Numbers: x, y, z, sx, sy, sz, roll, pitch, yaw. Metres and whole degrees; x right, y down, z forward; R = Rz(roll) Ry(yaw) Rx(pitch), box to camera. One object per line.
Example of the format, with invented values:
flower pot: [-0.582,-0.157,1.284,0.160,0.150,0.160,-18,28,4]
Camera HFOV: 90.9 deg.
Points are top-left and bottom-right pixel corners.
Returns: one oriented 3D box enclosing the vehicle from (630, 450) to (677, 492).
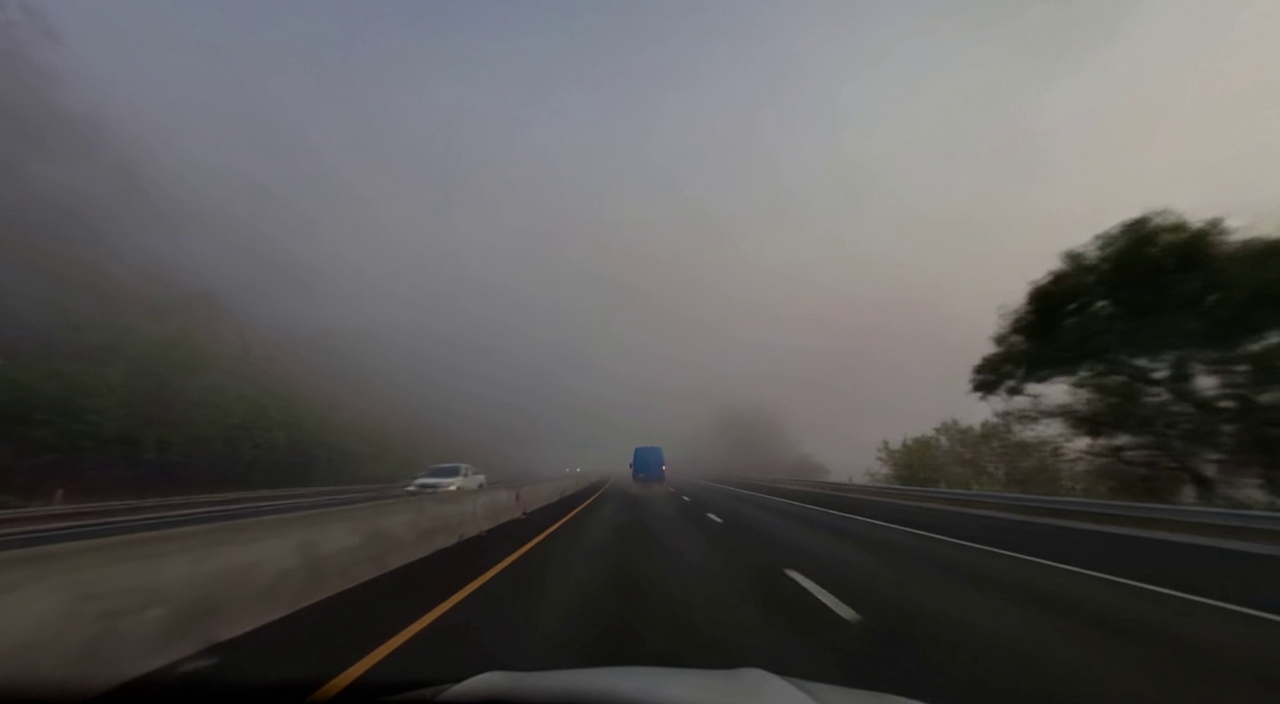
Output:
vehicle: [0.699,6.737,35.744,2.429,2.167,4.558,1,-11,-1]

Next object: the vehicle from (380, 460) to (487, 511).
vehicle: [-7.861,5.153,24.613,2.509,1.758,4.648,1,-11,1]
